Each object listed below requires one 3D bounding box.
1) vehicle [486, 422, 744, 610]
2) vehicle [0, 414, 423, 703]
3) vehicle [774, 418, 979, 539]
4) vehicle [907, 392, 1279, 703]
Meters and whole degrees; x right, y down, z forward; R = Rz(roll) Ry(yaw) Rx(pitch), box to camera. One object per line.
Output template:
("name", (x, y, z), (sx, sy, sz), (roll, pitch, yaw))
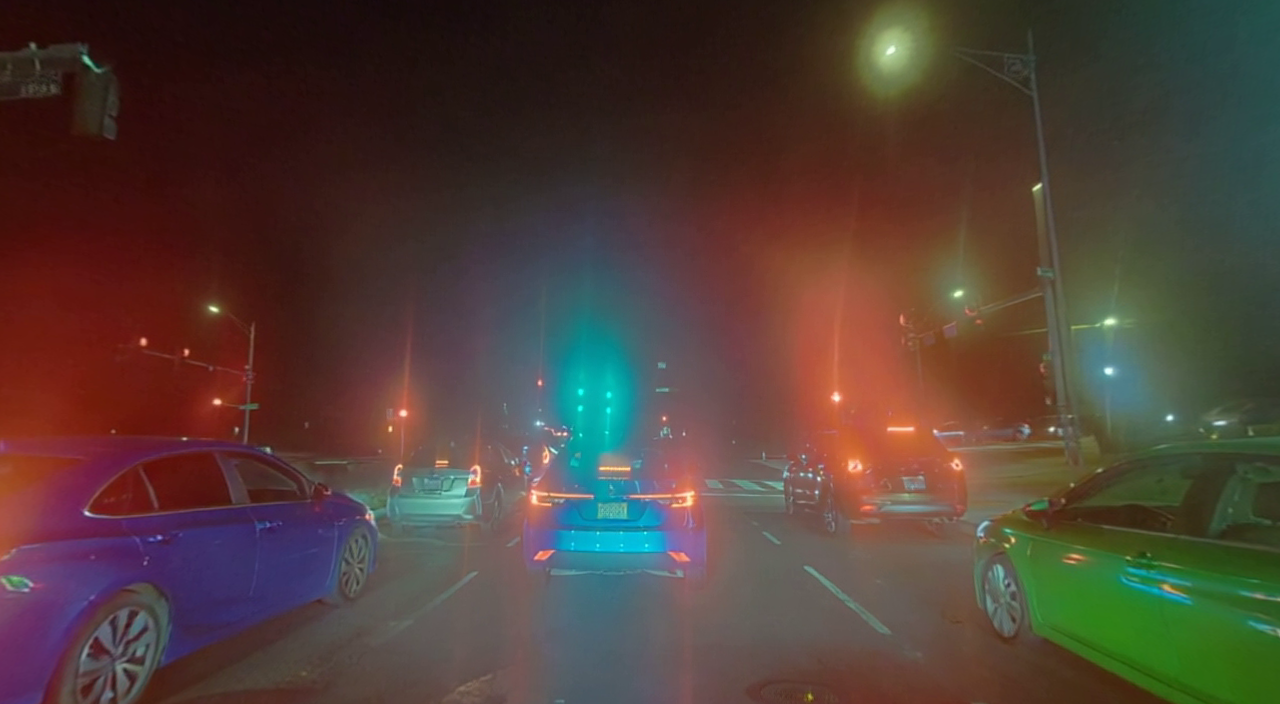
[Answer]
("vehicle", (-0.187, 1.612, 7.103), (2.059, 1.477, 3.988), (0, -8, 1))
("vehicle", (-3.405, 1.302, 4.726), (1.980, 1.454, 4.226), (0, -8, 1))
("vehicle", (3.778, 2.096, 11.022), (2.007, 1.683, 4.171), (0, -8, 1))
("vehicle", (3.418, 1.070, 3.497), (1.981, 1.499, 4.536), (0, -8, 2))
